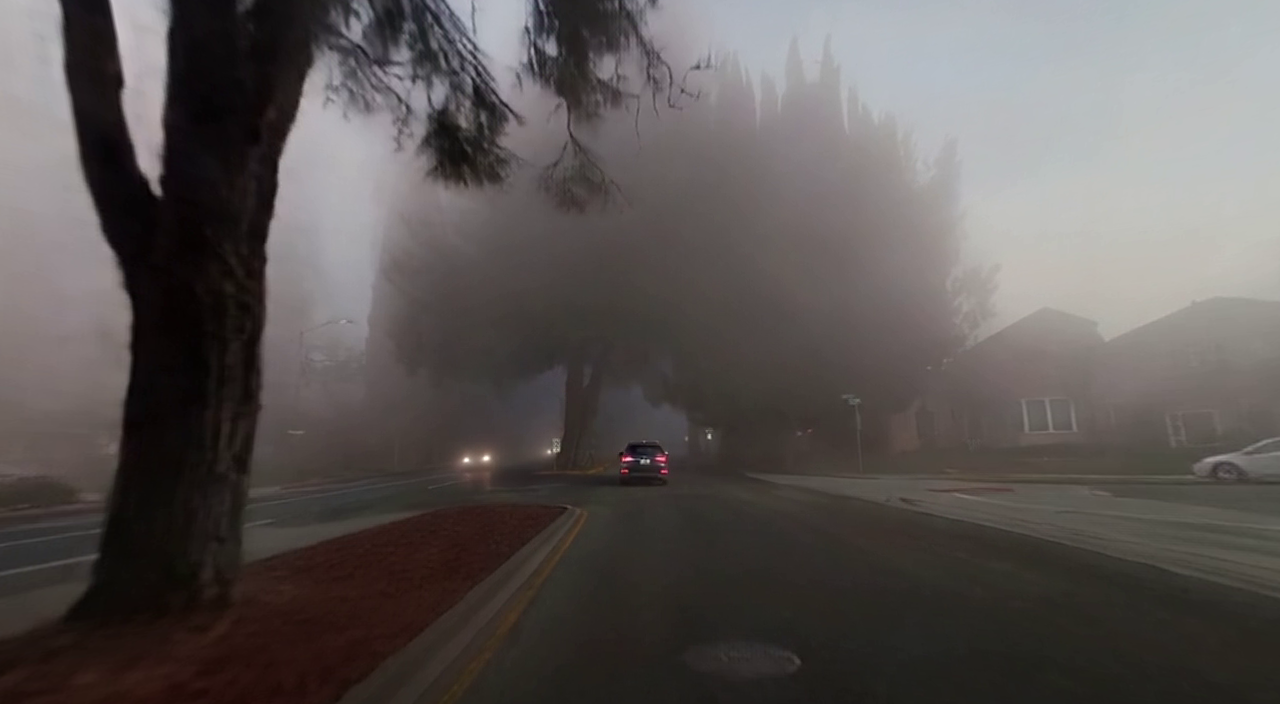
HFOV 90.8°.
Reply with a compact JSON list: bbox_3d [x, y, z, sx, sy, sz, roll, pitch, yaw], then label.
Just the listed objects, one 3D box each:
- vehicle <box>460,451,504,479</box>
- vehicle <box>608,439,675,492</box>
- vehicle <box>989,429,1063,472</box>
[{"bbox_3d":[-9.412,6.745,37.936,1.861,1.516,3.752,0,-8,-3],"label":"vehicle"},{"bbox_3d":[0.074,3.864,21.909,2.106,1.655,3.717,0,-8,1],"label":"vehicle"},{"bbox_3d":[17.853,4.505,29.102,2.128,1.771,4.721,-7,-11,39],"label":"vehicle"}]
